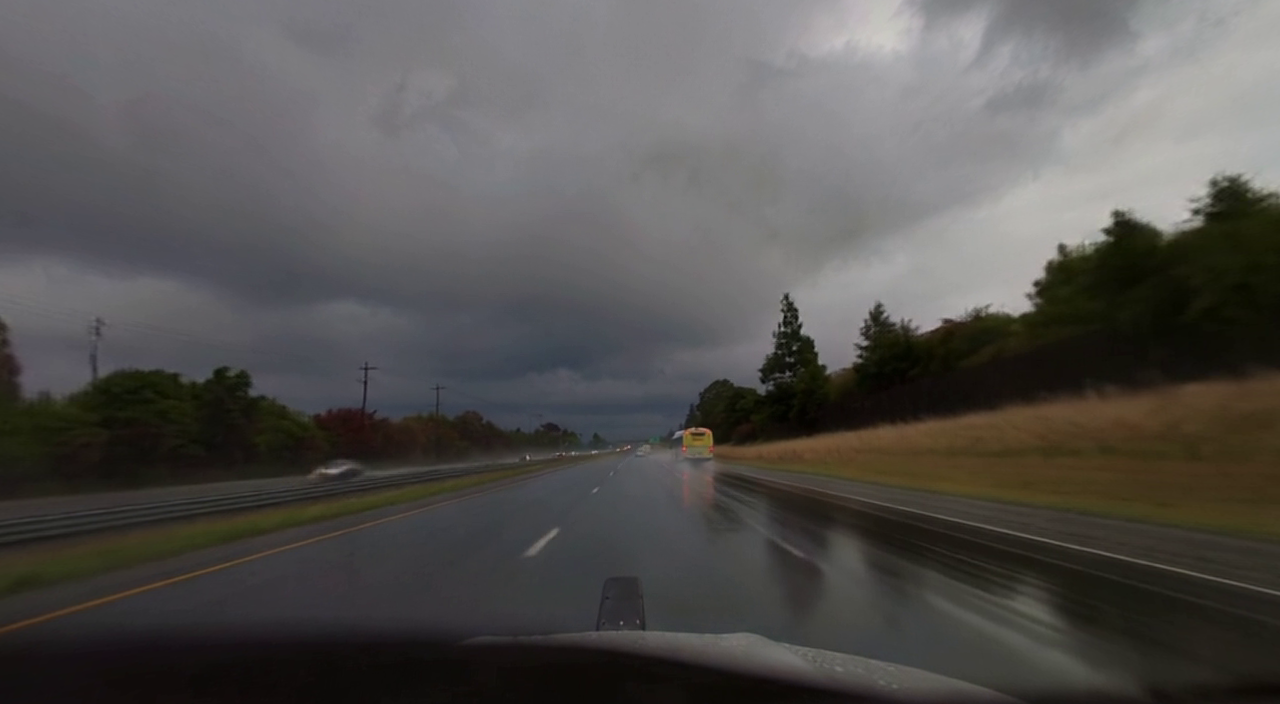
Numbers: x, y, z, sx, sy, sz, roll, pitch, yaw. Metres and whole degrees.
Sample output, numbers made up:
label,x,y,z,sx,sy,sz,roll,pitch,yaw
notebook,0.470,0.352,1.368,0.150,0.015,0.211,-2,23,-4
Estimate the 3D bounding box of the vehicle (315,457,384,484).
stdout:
label,x,y,z,sx,sy,sz,roll,pitch,yaw
vehicle,-16.518,6.720,36.124,1.926,1.385,4.054,0,-9,1
